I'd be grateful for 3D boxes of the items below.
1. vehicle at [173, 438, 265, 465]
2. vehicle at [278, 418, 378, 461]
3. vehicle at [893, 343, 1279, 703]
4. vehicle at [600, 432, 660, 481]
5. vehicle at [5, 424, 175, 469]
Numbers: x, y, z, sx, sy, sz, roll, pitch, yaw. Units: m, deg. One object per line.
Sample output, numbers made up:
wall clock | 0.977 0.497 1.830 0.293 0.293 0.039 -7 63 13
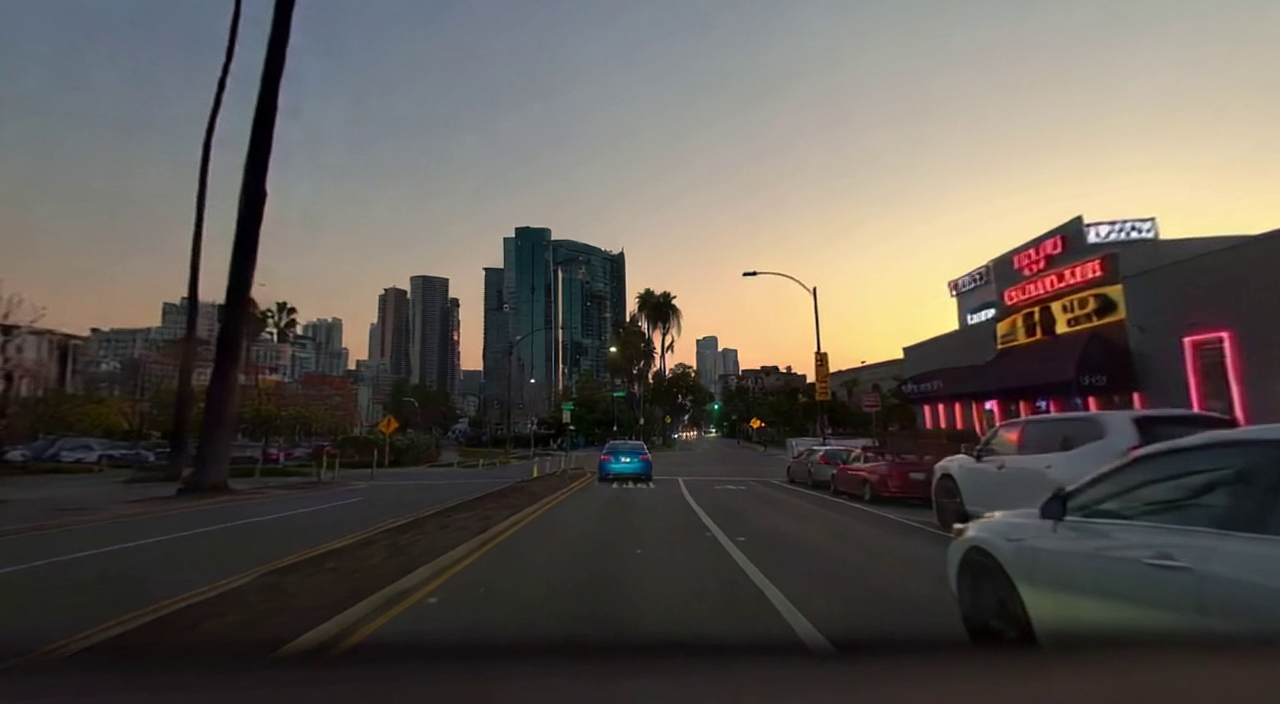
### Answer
vehicle | -29.173 6.904 43.991 1.863 1.733 4.974 -5 -9 27
vehicle | -20.911 5.955 42.661 2.198 2.684 5.751 -4 -9 25
vehicle | 3.118 0.941 3.035 1.983 1.654 4.354 0 -8 0
vehicle | -0.383 3.947 24.119 2.063 1.664 4.471 0 -8 -1
vehicle | -32.611 5.651 37.826 2.562 2.387 6.989 -4 -10 29
